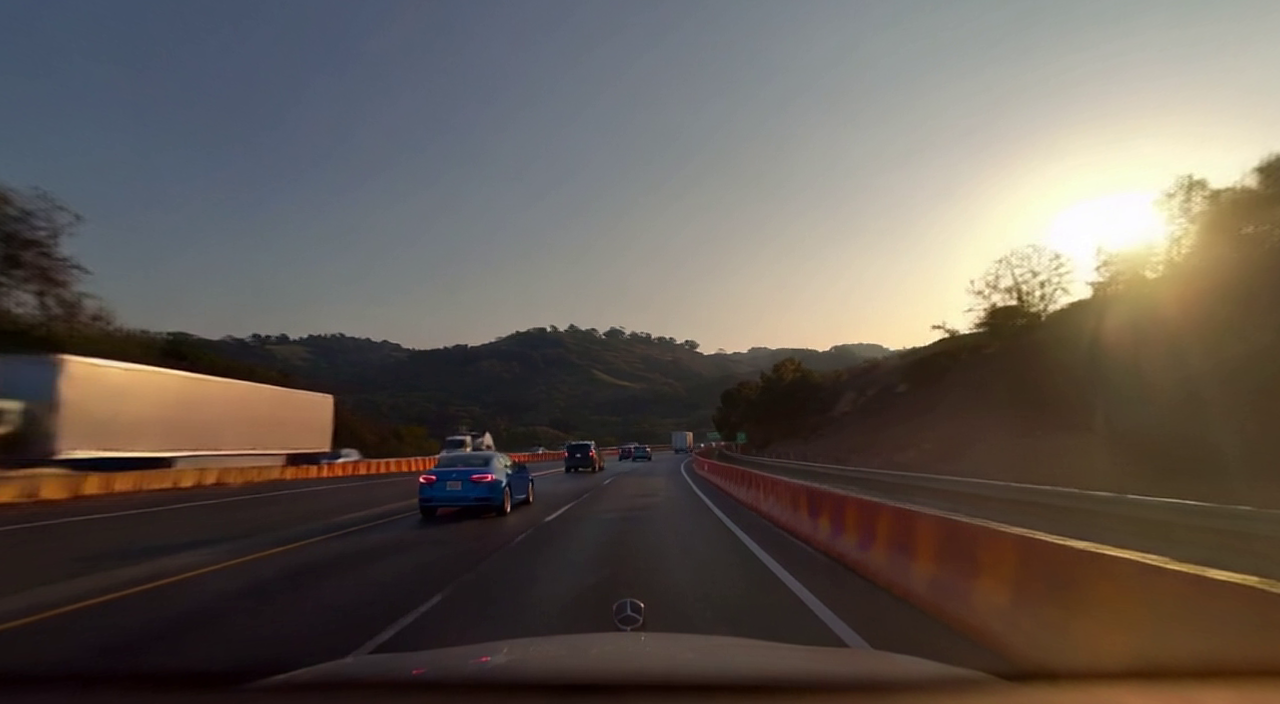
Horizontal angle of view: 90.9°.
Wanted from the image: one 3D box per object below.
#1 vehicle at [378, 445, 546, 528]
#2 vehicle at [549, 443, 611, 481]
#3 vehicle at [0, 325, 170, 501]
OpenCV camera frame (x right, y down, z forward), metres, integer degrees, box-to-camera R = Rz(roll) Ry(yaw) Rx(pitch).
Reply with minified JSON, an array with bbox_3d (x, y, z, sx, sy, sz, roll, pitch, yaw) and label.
[{"bbox_3d":[-3.214,2.511,12.324,2.061,1.330,3.928,0,-9,1],"label":"vehicle"},{"bbox_3d":[-2.448,4.650,26.811,2.094,1.480,4.124,-1,-9,2],"label":"vehicle"},{"bbox_3d":[-17.054,1.804,17.343,3.005,4.223,6.332,0,-9,1],"label":"vehicle"}]
